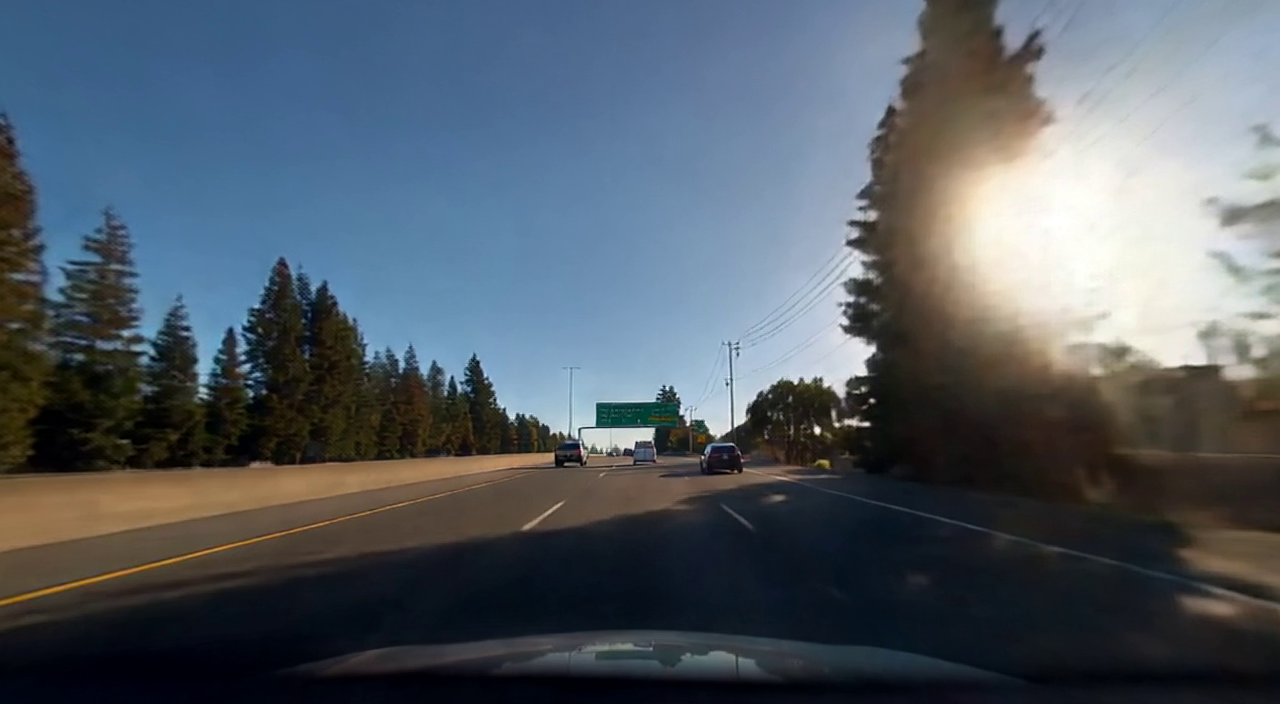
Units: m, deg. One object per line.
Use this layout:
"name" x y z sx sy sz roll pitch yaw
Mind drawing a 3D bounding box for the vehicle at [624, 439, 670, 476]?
"vehicle" 0.331 5.042 30.409 2.049 1.620 4.153 0 -8 0

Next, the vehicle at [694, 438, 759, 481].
"vehicle" 3.394 4.290 25.490 1.996 1.579 3.841 0 -8 -1

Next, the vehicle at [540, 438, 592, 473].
"vehicle" -4.037 5.715 35.038 2.217 1.773 4.553 0 -8 1

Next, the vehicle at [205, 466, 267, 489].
"vehicle" -31.658 9.827 49.566 1.866 1.590 4.434 0 -8 1
